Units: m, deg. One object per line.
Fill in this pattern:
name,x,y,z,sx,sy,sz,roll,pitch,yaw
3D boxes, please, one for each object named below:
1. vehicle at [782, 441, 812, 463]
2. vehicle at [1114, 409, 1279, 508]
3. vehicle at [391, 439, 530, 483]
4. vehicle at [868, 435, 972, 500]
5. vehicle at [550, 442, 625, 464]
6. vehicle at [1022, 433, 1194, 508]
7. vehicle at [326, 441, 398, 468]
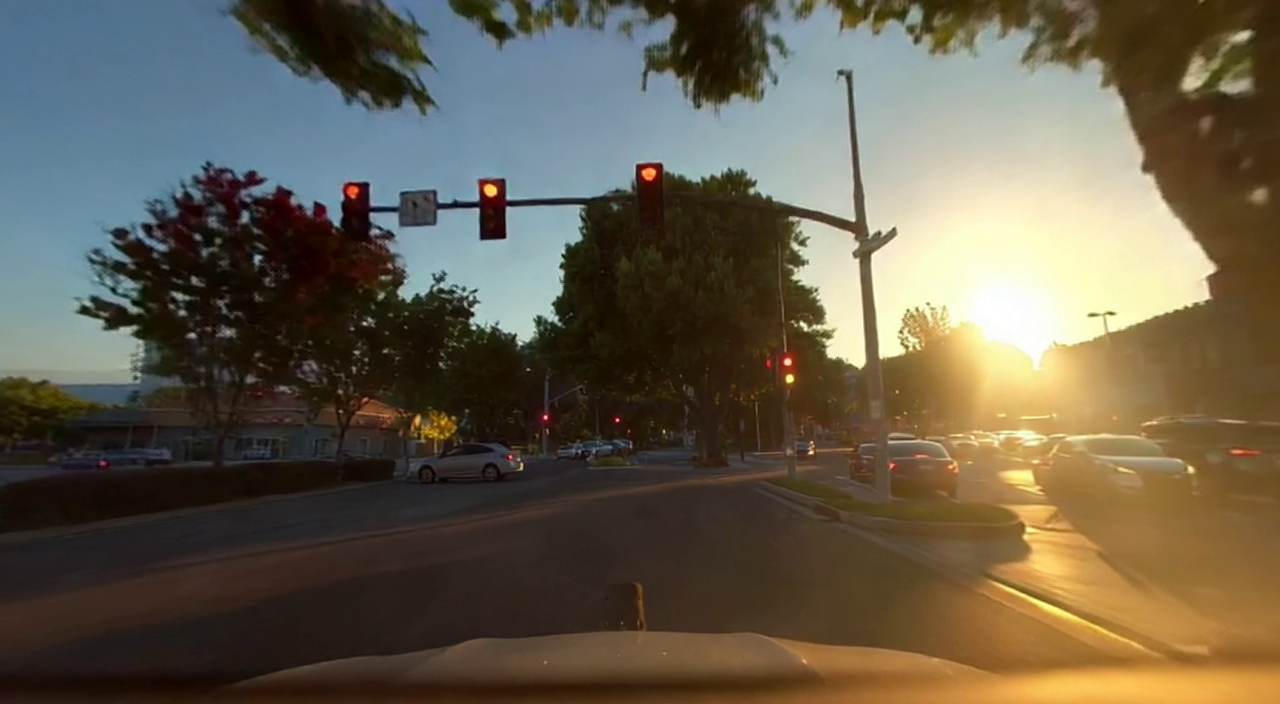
vehicle,12.042,7.612,48.375,2.061,1.519,4.794,-3,-8,15
vehicle,13.878,2.466,15.027,2.265,1.919,5.745,-4,-9,18
vehicle,-6.321,3.871,22.579,4.376,1.476,1.791,-1,-9,4
vehicle,7.403,3.053,17.157,1.867,1.479,4.452,-3,-9,15
vehicle,-3.685,7.094,44.259,4.792,1.468,2.116,-3,-9,15
vehicle,11.547,2.910,16.052,2.031,1.592,4.470,-3,-9,17
vehicle,-19.264,7.122,44.029,2.082,1.779,4.841,-2,-9,12
